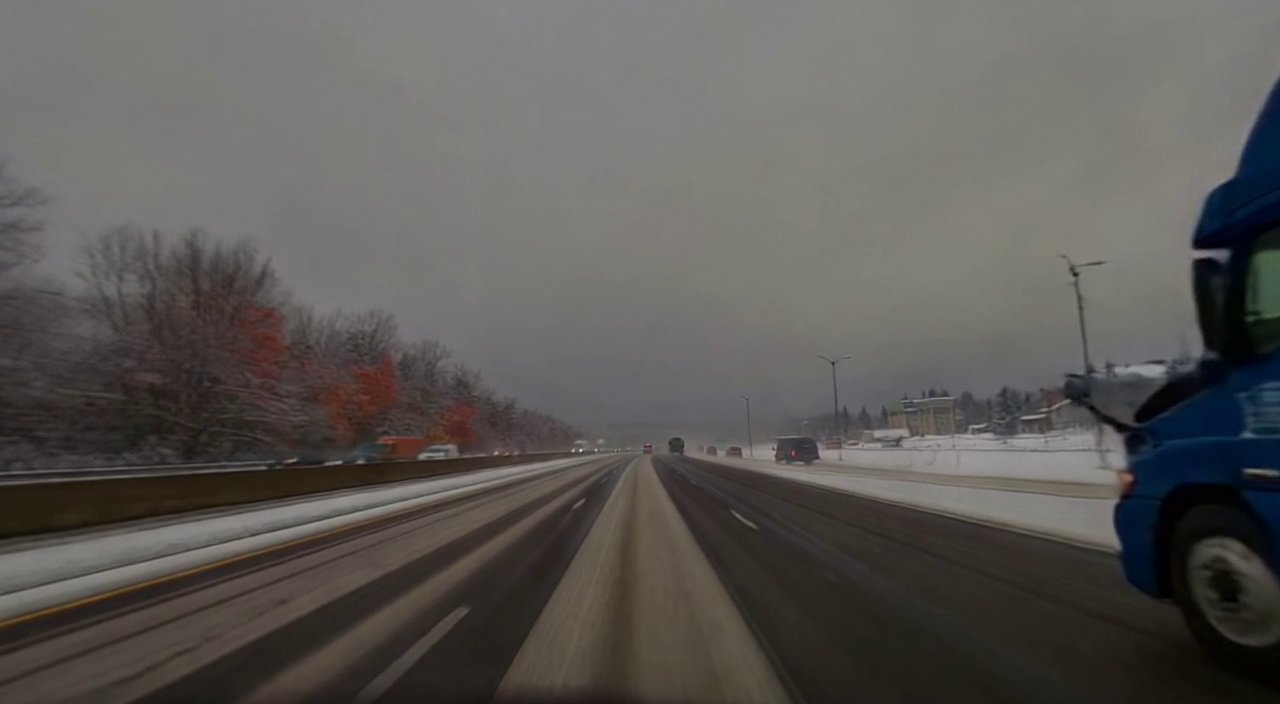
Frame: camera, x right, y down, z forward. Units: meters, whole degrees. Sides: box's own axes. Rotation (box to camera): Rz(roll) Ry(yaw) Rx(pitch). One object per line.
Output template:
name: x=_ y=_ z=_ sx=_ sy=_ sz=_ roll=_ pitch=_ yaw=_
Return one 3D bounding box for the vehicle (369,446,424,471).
vehicle: x=-15.435 y=6.762 z=39.968 sx=1.805 sy=1.517 sz=3.947 roll=-1 pitch=-9 yaw=1

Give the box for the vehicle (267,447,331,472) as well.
vehicle: x=-22.501 y=7.086 z=41.507 sx=1.881 sy=1.500 sz=4.069 roll=-1 pitch=-9 yaw=1

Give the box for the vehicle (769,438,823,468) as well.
vehicle: x=10.102 y=6.584 z=40.950 sx=2.034 sy=1.770 sz=4.637 roll=0 pitch=-9 yaw=-4

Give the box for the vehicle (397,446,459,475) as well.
vehicle: x=-11.688 y=5.997 z=34.805 sx=1.874 sy=1.489 sz=4.402 roll=0 pitch=-9 yaw=0
